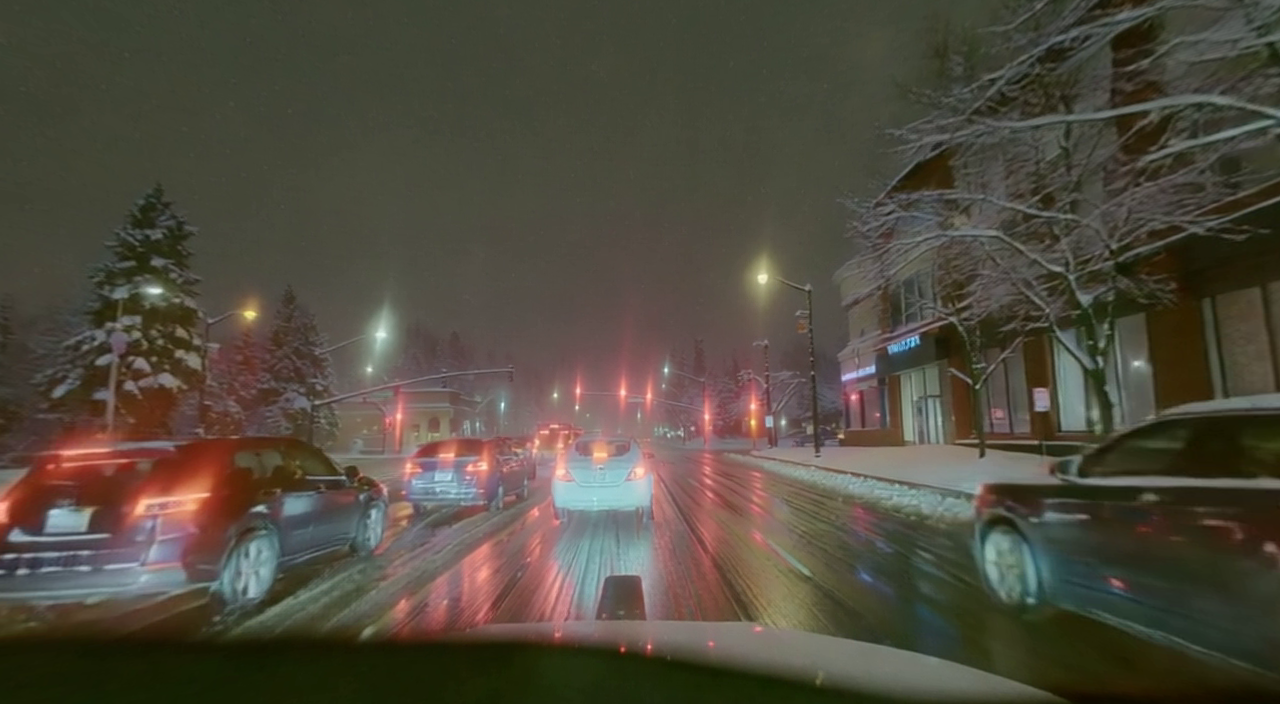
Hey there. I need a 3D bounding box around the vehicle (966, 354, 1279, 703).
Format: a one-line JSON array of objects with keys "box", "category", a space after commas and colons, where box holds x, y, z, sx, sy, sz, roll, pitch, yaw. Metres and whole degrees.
[{"box": [3.752, 0.884, 2.977, 2.097, 1.651, 4.300, 0, -9, 0], "category": "vehicle"}]

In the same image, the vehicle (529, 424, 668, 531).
[{"box": [-0.632, 2.142, 11.342, 2.042, 1.555, 3.912, 0, -9, -1], "category": "vehicle"}]

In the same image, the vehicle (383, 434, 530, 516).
[{"box": [-3.744, 2.576, 13.737, 1.950, 1.487, 4.130, 0, -9, 0], "category": "vehicle"}]

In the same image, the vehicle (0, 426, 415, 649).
[{"box": [-4.138, 1.566, 6.483, 2.020, 1.457, 4.496, 0, -9, 0], "category": "vehicle"}]
